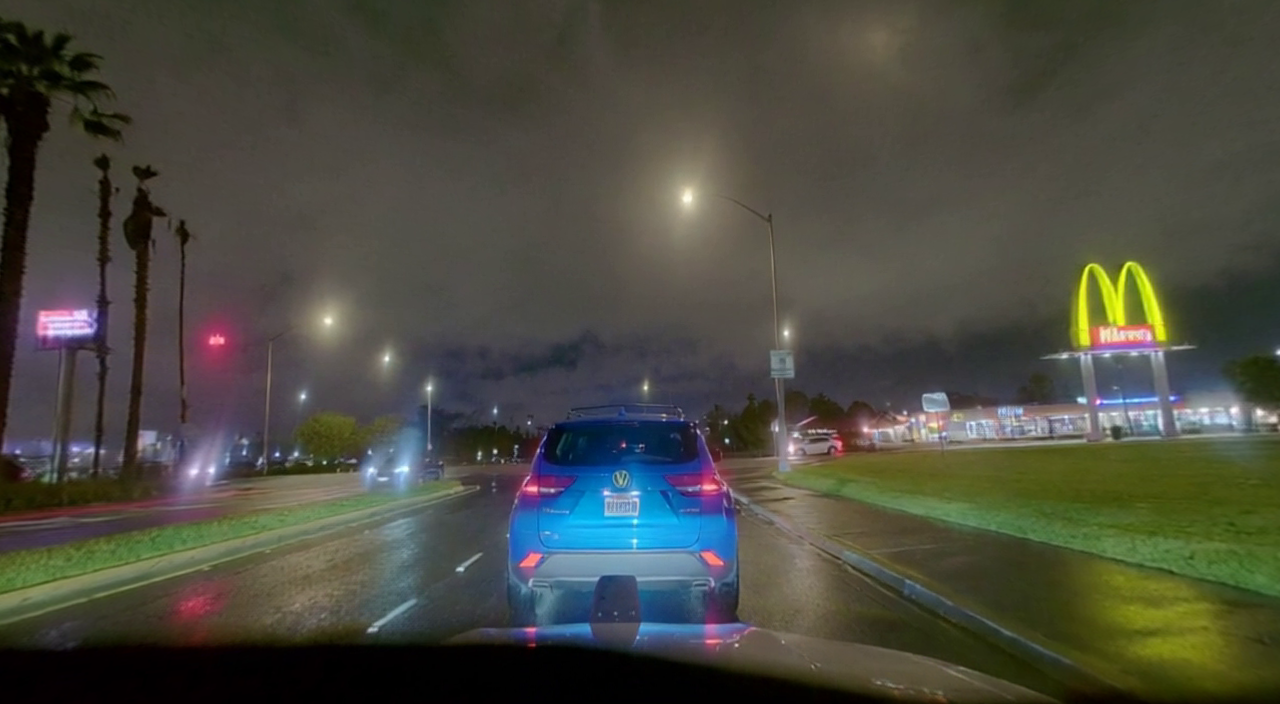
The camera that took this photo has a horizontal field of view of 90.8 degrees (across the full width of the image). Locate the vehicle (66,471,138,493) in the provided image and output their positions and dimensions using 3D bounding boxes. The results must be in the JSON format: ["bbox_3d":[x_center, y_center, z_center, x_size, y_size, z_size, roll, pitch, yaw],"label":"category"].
[{"bbox_3d":[-39.930,9.623,47.021,1.602,1.400,4.220,0,-9,0],"label":"vehicle"}]

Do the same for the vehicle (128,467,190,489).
[{"bbox_3d":[-35.619,9.322,46.889,1.641,1.375,3.640,0,-9,1],"label":"vehicle"}]

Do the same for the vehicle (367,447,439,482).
[{"bbox_3d":[-12.506,5.915,33.611,1.965,1.718,4.466,0,-9,2],"label":"vehicle"}]

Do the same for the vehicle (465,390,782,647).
[{"bbox_3d":[-0.136,1.418,6.324,2.137,1.728,3.926,0,-9,-1],"label":"vehicle"}]

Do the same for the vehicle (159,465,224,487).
[{"bbox_3d":[-33.307,9.223,47.019,1.792,1.439,3.952,-1,-9,3],"label":"vehicle"}]

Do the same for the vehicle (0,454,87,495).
[{"bbox_3d":[-28.098,5.432,28.216,4.584,1.714,2.186,4,-10,-27],"label":"vehicle"}]
